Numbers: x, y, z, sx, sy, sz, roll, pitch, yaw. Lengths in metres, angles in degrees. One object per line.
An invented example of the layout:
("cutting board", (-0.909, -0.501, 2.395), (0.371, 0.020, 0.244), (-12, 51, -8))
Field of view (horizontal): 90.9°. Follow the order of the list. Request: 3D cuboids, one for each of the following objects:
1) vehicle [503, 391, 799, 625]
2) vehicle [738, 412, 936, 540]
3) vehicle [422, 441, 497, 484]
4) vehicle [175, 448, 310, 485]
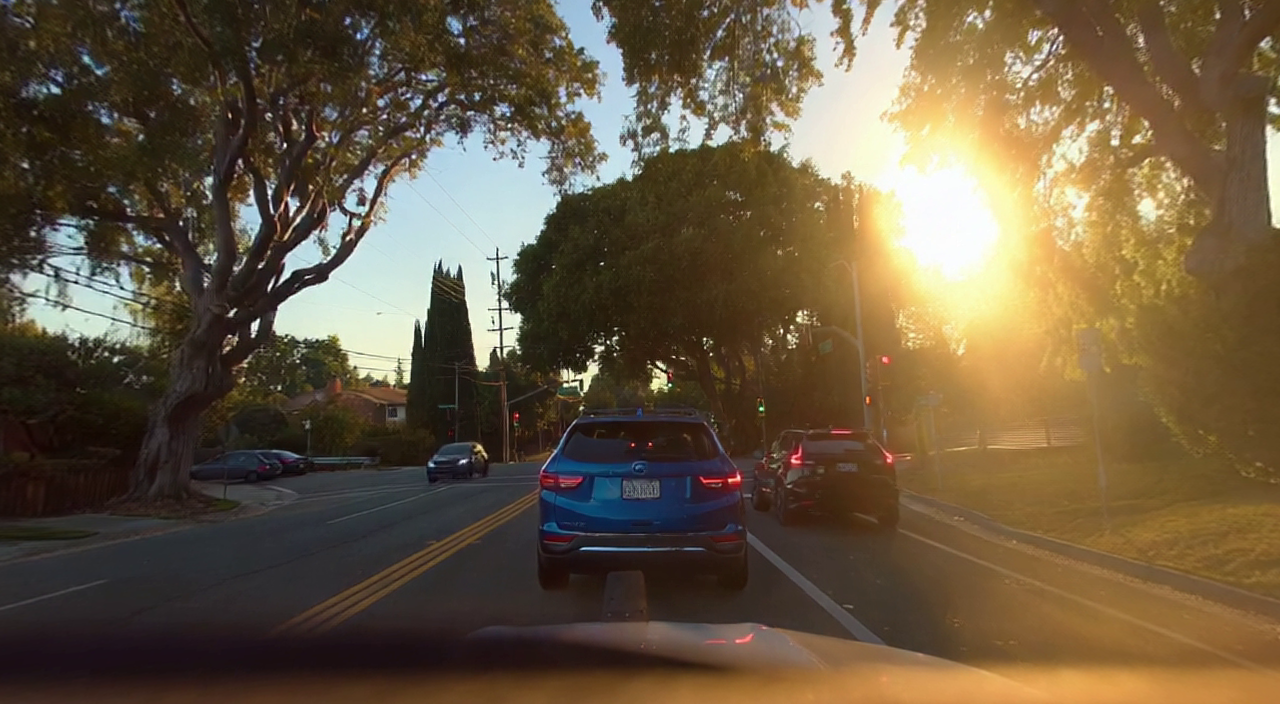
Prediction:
("vehicle", (0.060, 1.437, 6.736), (2.151, 1.695, 4.100), (0, -8, -1))
("vehicle", (3.081, 2.039, 10.958), (1.967, 1.756, 4.281), (0, -8, -1))
("vehicle", (-7.537, 4.638, 26.734), (1.985, 1.672, 3.960), (0, -8, 0))
("vehicle", (-16.123, 4.645, 25.722), (4.245, 1.446, 1.827), (0, -8, 1))
